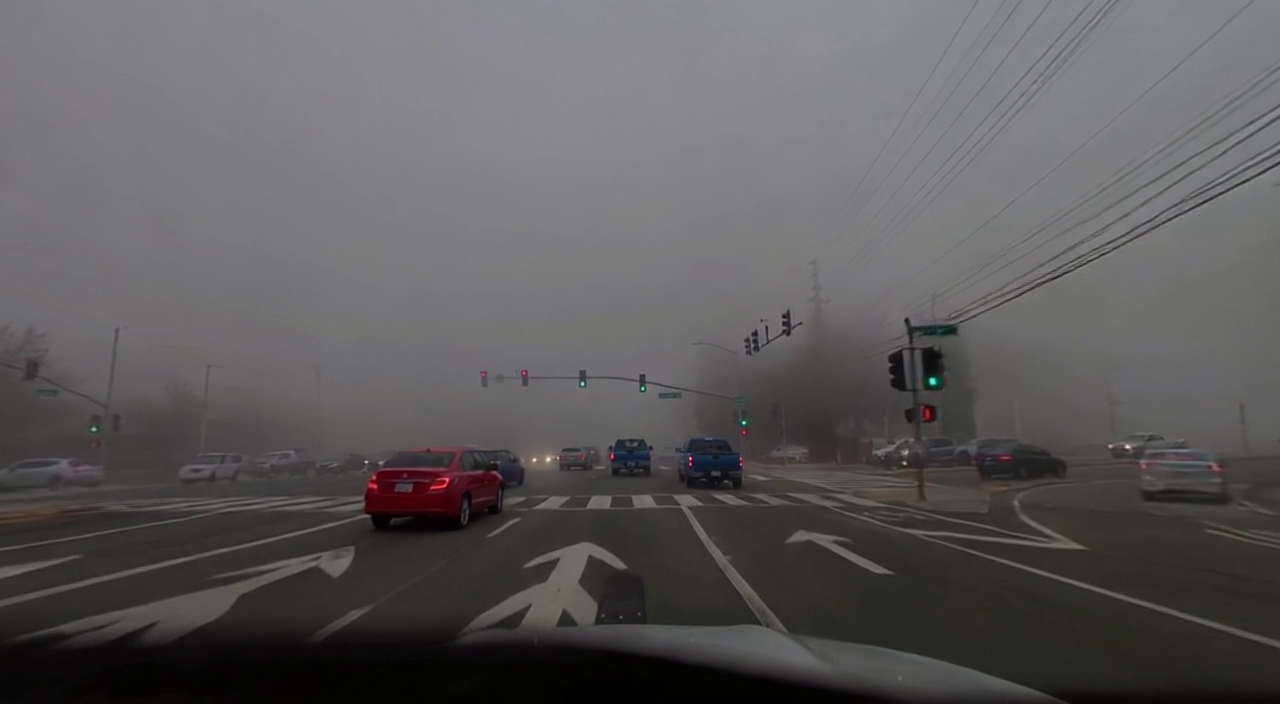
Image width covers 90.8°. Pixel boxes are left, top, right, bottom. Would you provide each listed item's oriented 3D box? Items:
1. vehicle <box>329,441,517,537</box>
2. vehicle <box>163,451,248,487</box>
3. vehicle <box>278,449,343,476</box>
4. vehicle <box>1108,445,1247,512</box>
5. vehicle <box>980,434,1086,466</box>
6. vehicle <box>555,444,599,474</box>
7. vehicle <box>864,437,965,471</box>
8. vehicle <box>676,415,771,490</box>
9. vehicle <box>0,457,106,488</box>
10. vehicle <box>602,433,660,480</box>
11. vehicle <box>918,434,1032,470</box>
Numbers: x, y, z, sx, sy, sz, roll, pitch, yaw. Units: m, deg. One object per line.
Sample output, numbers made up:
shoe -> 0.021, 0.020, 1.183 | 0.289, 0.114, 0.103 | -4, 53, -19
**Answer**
vehicle -> -3.873, 2.514, 12.268 | 1.939, 1.494, 4.499 | 0, -9, 1
vehicle -> -20.467, 5.430, 29.714 | 4.214, 1.557, 2.016 | -7, -11, 38
vehicle -> -24.649, 8.273, 47.468 | 2.224, 1.759, 4.994 | -3, -9, 0
vehicle -> 13.573, 3.136, 16.250 | 2.212, 1.466, 4.126 | -6, -11, 34
vehicle -> 22.805, 5.730, 36.735 | 4.882, 1.777, 2.103 | 2, -10, -9
vehicle -> -3.943, 6.831, 40.571 | 2.273, 1.749, 4.385 | 0, -9, 2
vehicle -> 15.271, 5.705, 35.242 | 4.681, 1.756, 2.109 | 2, -10, -9
vehicle -> 3.140, 4.079, 25.820 | 2.905, 2.636, 6.895 | 0, -9, 0
vehicle -> -30.226, 6.102, 32.262 | 4.675, 1.471, 2.076 | -2, -9, 14
vehicle -> -0.332, 5.274, 32.099 | 2.643, 2.145, 5.585 | 0, -9, 2
vehicle -> 17.239, 5.172, 32.606 | 4.782, 1.768, 2.152 | 2, -10, -11
